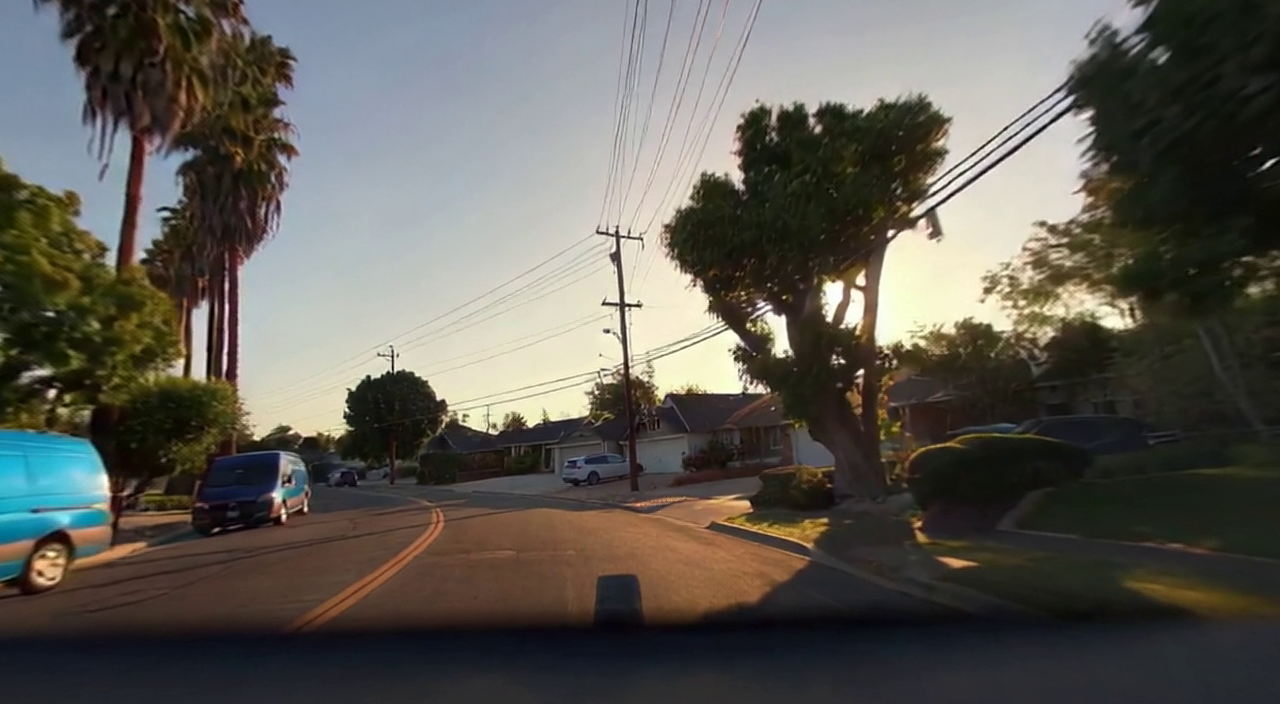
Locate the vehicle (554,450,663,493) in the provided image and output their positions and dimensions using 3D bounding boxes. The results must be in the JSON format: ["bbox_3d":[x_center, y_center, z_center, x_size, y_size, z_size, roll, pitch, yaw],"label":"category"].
[{"bbox_3d":[-1.583,6.118,32.784,5.102,2.040,2.472,6,-10,-32],"label":"vehicle"}]

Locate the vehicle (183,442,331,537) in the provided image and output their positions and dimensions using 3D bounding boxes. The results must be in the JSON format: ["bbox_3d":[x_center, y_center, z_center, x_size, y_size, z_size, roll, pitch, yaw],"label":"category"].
[{"bbox_3d":[-10.815,3.887,18.498,2.552,2.134,6.076,0,-10,-20],"label":"vehicle"}]

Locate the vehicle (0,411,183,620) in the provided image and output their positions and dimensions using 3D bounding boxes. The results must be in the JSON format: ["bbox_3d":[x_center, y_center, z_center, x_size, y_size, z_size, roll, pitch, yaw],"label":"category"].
[{"bbox_3d":[-7.761,1.697,6.256,2.677,2.033,6.011,-1,-14,-9],"label":"vehicle"}]
